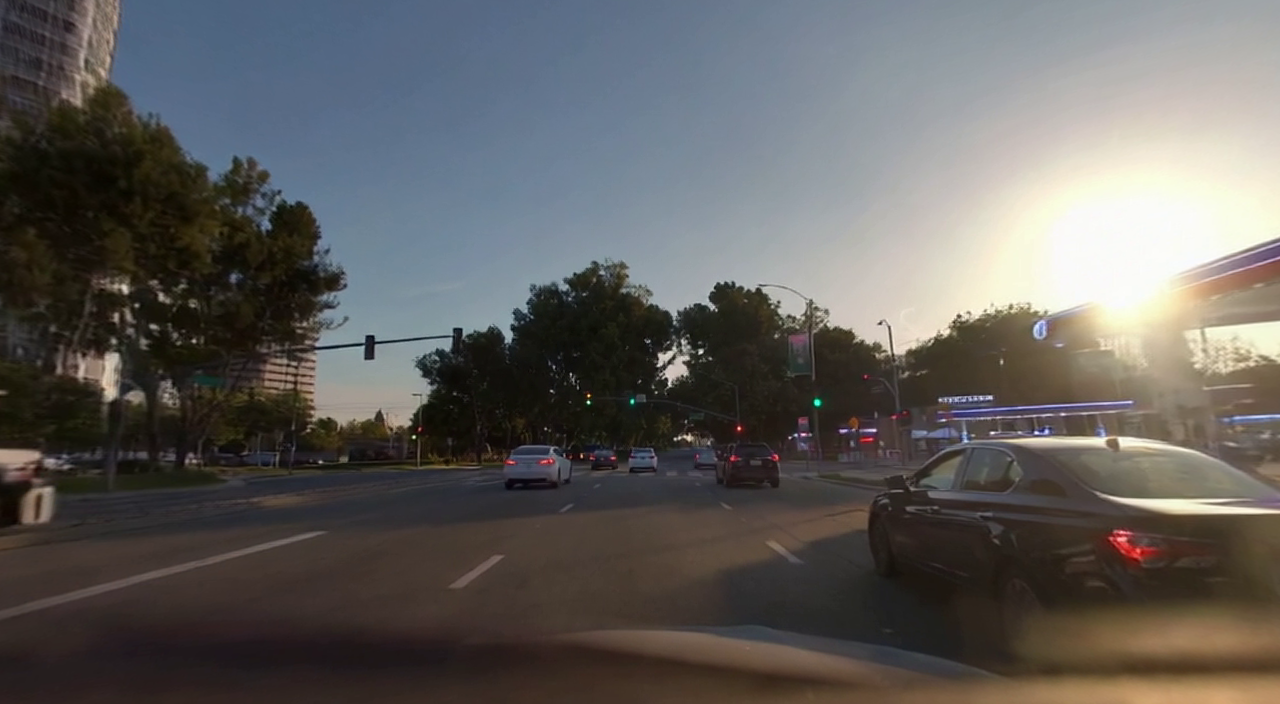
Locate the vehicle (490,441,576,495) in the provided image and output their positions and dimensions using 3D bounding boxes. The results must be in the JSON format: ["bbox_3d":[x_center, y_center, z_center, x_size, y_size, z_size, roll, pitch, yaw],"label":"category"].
[{"bbox_3d":[-3.460,3.810,21.156,2.023,1.607,4.086,-1,-8,2],"label":"vehicle"}]

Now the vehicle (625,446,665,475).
[{"bbox_3d":[0.285,5.955,34.907,2.104,1.477,4.591,0,-8,1],"label":"vehicle"}]

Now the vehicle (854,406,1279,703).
[{"bbox_3d":[3.542,1.327,4.978,2.038,1.499,4.868,0,-8,1],"label":"vehicle"}]

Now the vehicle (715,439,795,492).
[{"bbox_3d":[3.989,4.010,22.599,2.022,1.683,4.171,0,-8,0],"label":"vehicle"}]

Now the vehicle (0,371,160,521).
[{"bbox_3d":[-16.088,2.173,14.512,2.856,3.384,9.039,0,-9,0],"label":"vehicle"}]

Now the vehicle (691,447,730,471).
[{"bbox_3d":[4.701,7.198,42.692,2.174,1.462,4.400,0,-8,1],"label":"vehicle"}]

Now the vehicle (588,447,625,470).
[{"bbox_3d":[-2.262,7.380,43.880,2.192,1.463,4.211,-1,-8,2],"label":"vehicle"}]
